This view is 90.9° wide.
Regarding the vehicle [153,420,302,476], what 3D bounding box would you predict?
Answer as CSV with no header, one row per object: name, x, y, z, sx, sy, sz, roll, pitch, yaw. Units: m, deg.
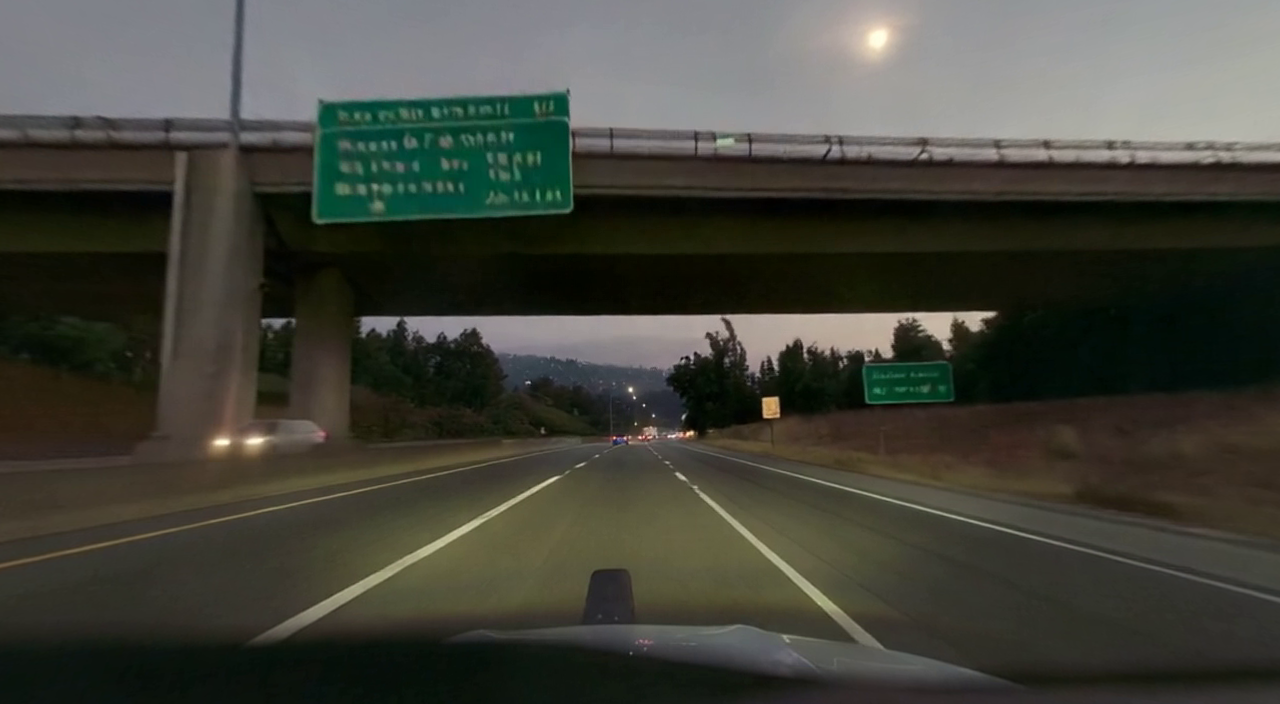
vehicle,-13.182,3.090,20.532,1.869,1.601,4.415,0,-8,0
